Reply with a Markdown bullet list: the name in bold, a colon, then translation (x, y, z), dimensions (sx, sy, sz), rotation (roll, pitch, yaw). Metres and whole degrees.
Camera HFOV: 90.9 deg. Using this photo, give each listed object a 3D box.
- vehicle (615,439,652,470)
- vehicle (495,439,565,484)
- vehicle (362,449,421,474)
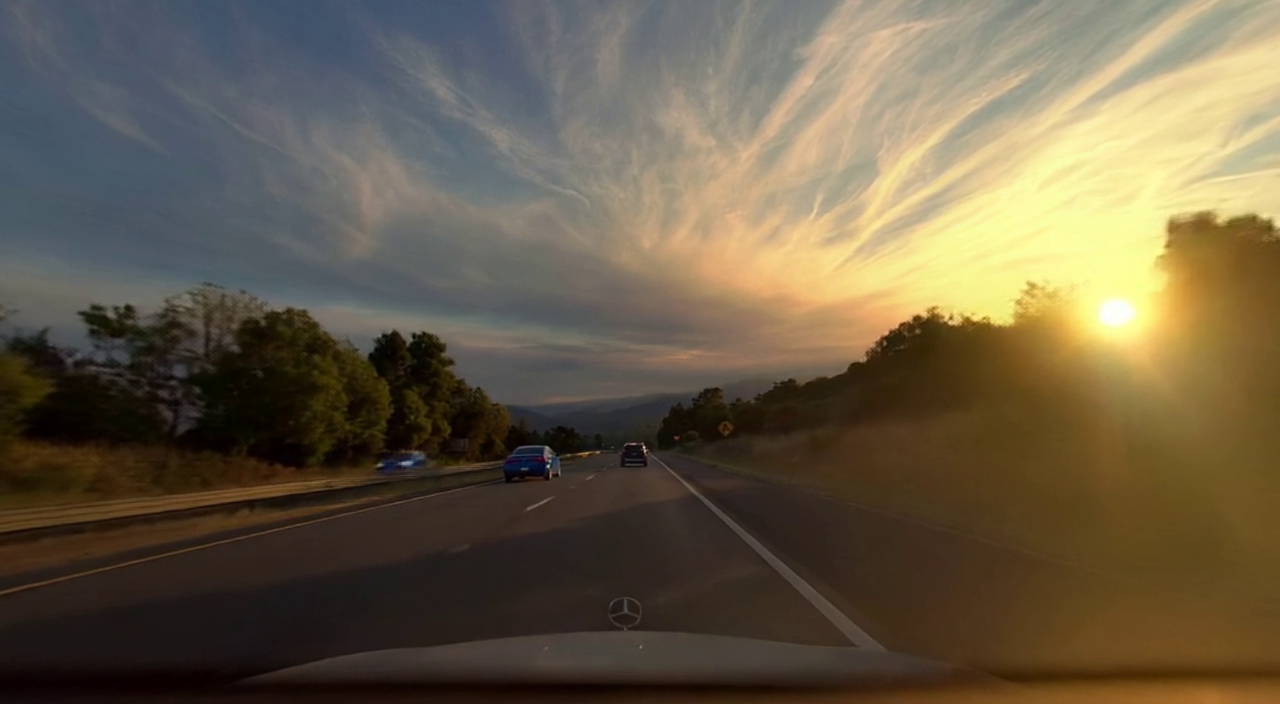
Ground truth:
- **vehicle**: translation (-0.379, 6.204, 38.253), dimensions (2.126, 1.786, 3.958), rotation (0, -9, 0)
- **vehicle**: translation (-4.450, 4.506, 26.167), dimensions (2.113, 1.656, 4.215), rotation (0, -9, 1)
- **vehicle**: translation (-17.362, 7.677, 44.336), dimensions (2.029, 1.663, 4.989), rotation (0, -9, 1)
